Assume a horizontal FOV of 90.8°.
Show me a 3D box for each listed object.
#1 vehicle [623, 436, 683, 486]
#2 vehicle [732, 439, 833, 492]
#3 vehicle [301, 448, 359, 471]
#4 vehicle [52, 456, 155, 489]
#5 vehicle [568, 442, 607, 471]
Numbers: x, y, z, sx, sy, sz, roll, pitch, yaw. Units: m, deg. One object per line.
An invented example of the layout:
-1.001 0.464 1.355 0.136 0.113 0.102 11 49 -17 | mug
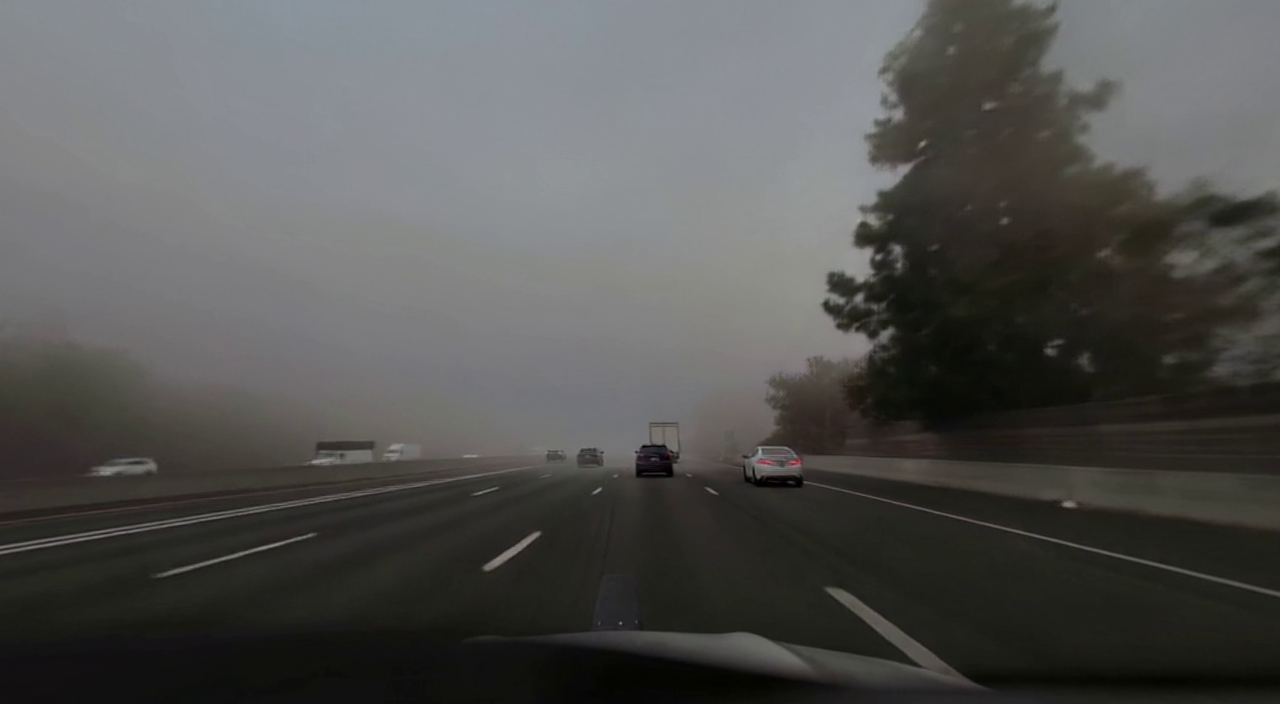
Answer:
0.479 4.158 24.401 2.103 1.717 4.399 0 -9 0 | vehicle
4.382 3.583 20.307 2.146 1.482 4.665 0 -9 0 | vehicle
-17.991 6.220 36.793 1.569 1.270 3.349 -1 -9 2 | vehicle
-25.980 5.813 30.754 1.813 1.448 3.521 0 -9 1 | vehicle
-3.245 6.593 40.024 1.988 1.696 4.754 0 -8 1 | vehicle
